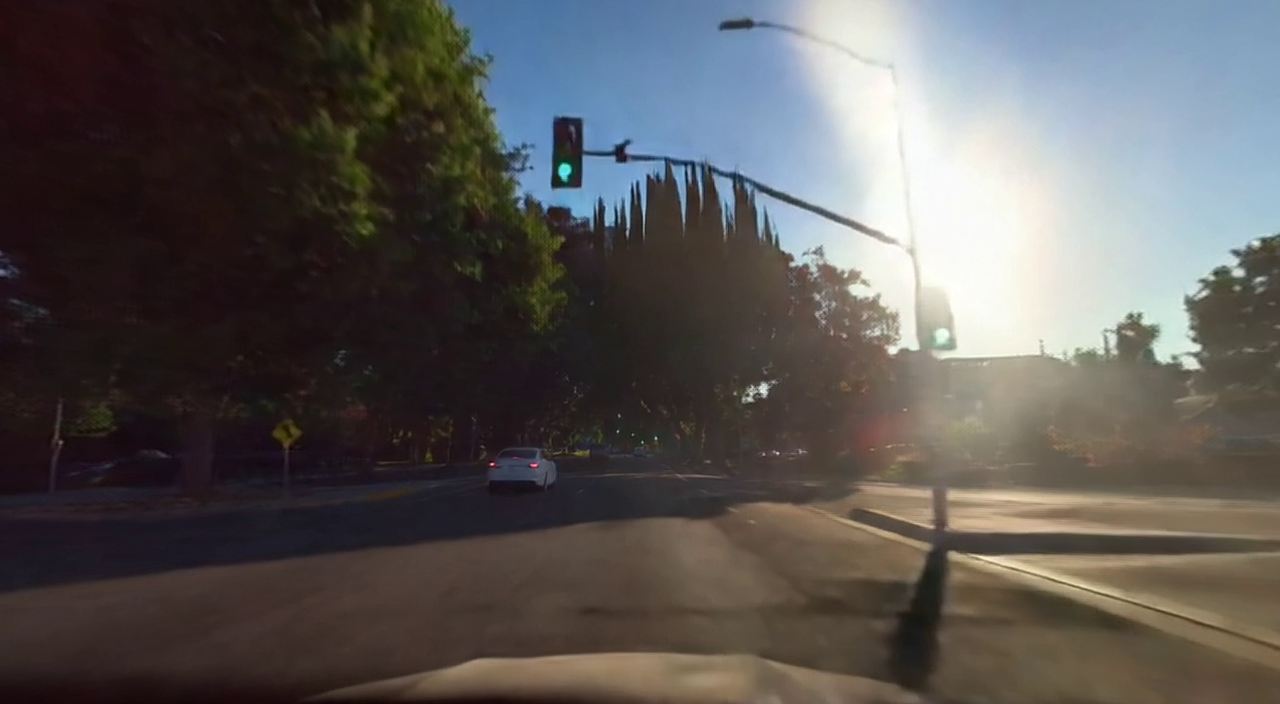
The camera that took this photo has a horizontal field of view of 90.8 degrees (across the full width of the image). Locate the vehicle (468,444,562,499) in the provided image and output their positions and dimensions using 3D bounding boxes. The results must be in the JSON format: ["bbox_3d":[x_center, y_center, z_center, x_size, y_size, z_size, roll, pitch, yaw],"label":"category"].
[{"bbox_3d":[-3.665,3.572,19.410,1.968,1.459,4.433,0,-8,0],"label":"vehicle"}]
